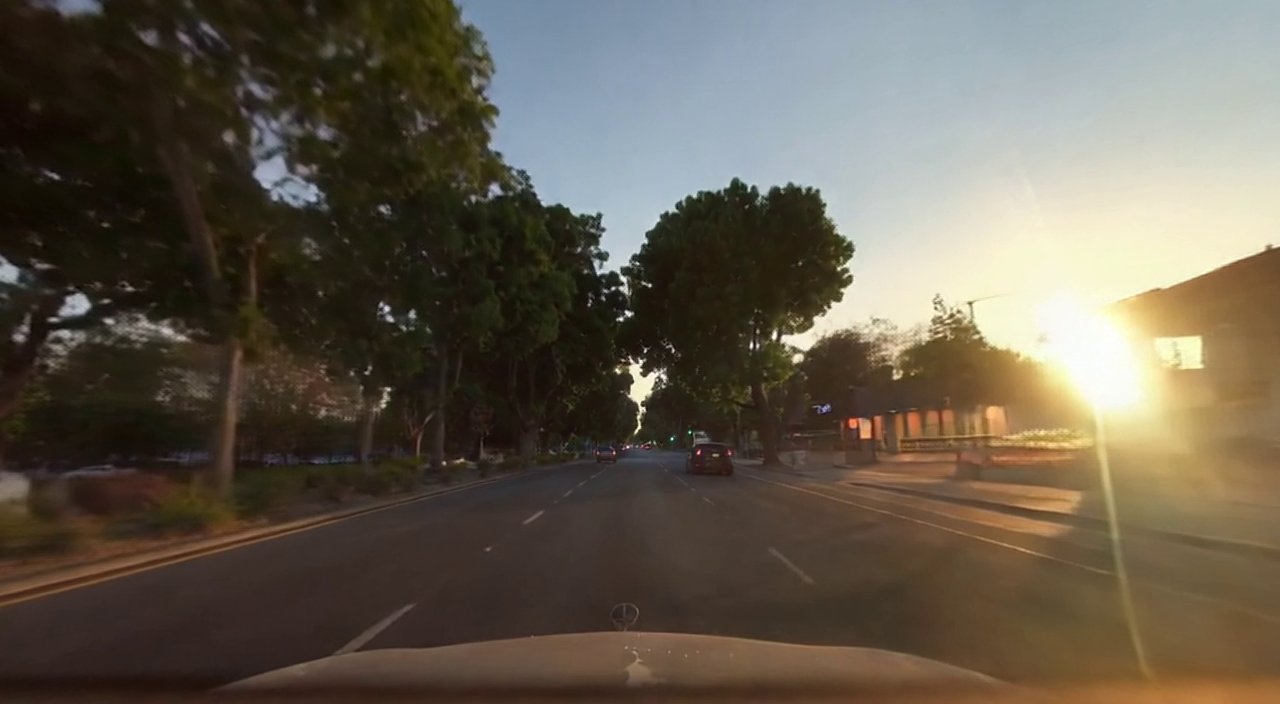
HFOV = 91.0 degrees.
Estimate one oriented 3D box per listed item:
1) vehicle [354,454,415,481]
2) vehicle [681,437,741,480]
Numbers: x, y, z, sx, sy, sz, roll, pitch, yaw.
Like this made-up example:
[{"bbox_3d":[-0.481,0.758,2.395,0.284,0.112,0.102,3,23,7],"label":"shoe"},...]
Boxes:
[{"bbox_3d":[-15.869,7.168,39.329,1.971,1.475,4.318,0,-8,0],"label":"vehicle"},{"bbox_3d":[3.093,4.745,28.239,2.083,1.743,4.354,0,-8,-1],"label":"vehicle"}]
